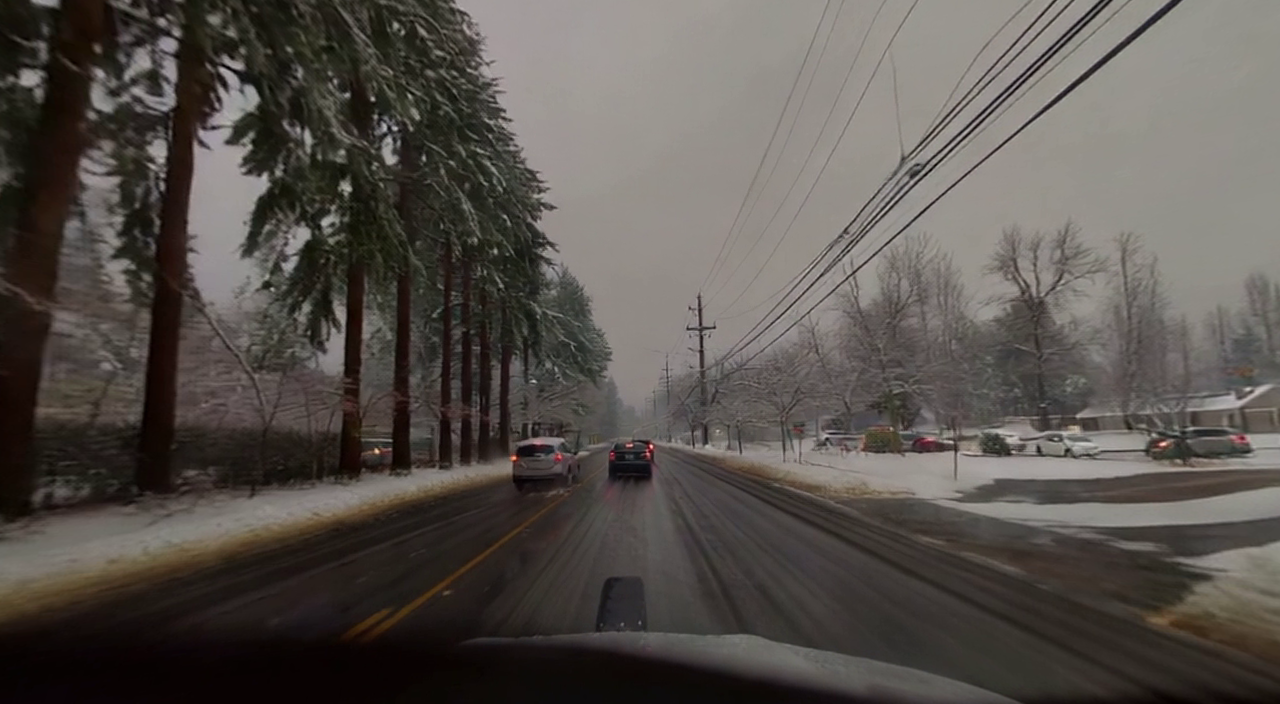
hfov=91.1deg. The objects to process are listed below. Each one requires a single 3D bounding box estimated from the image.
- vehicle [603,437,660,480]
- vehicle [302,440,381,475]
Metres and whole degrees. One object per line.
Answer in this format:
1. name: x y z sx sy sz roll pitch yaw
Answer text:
1. vehicle: -0.284 4.027 24.025 1.991 1.463 3.988 0 -8 0
2. vehicle: -16.119 5.697 34.221 2.061 1.772 4.501 0 -8 1
